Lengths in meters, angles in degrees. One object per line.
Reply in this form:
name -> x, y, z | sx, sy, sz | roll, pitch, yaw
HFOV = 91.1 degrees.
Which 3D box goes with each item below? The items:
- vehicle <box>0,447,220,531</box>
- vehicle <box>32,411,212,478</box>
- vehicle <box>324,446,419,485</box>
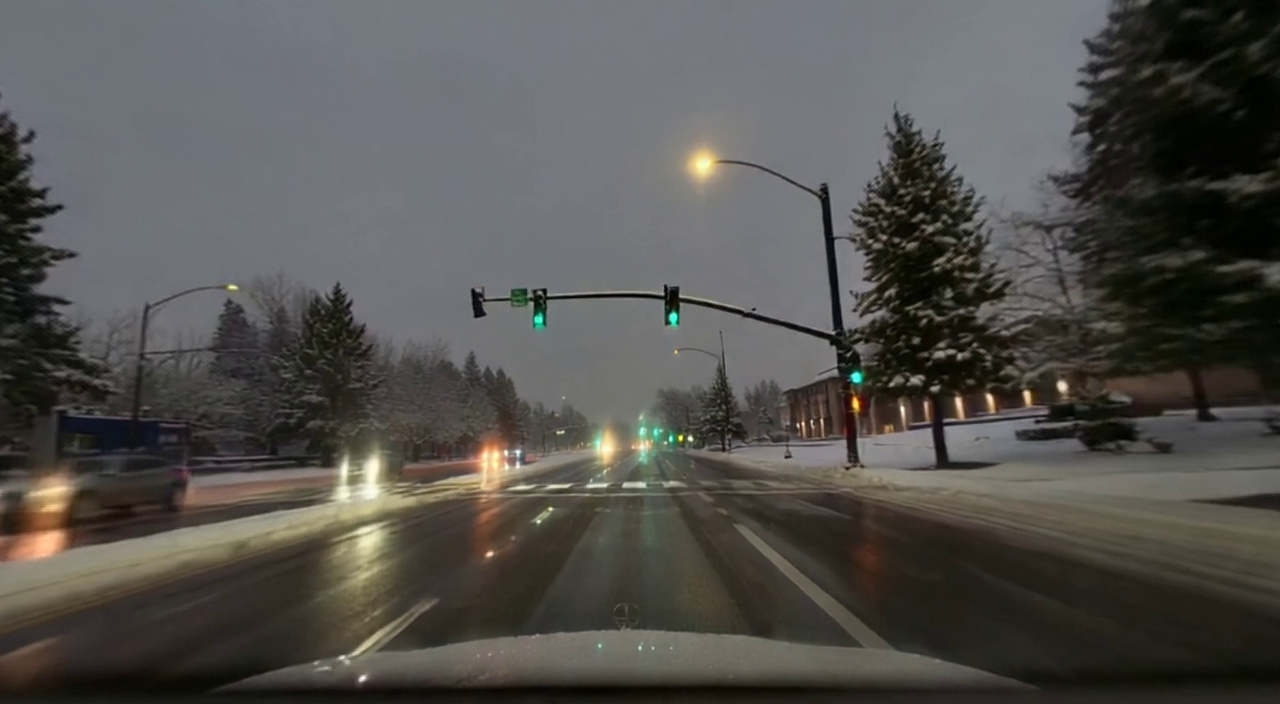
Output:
vehicle -> -11.642, 2.831, 13.683 | 1.712, 1.459, 4.614 | 0, -8, 1
vehicle -> -30.634, 5.580, 37.928 | 2.818, 3.500, 8.930 | 0, -8, 3
vehicle -> -11.289, 4.784, 26.839 | 2.058, 1.453, 4.580 | 0, -8, 0
